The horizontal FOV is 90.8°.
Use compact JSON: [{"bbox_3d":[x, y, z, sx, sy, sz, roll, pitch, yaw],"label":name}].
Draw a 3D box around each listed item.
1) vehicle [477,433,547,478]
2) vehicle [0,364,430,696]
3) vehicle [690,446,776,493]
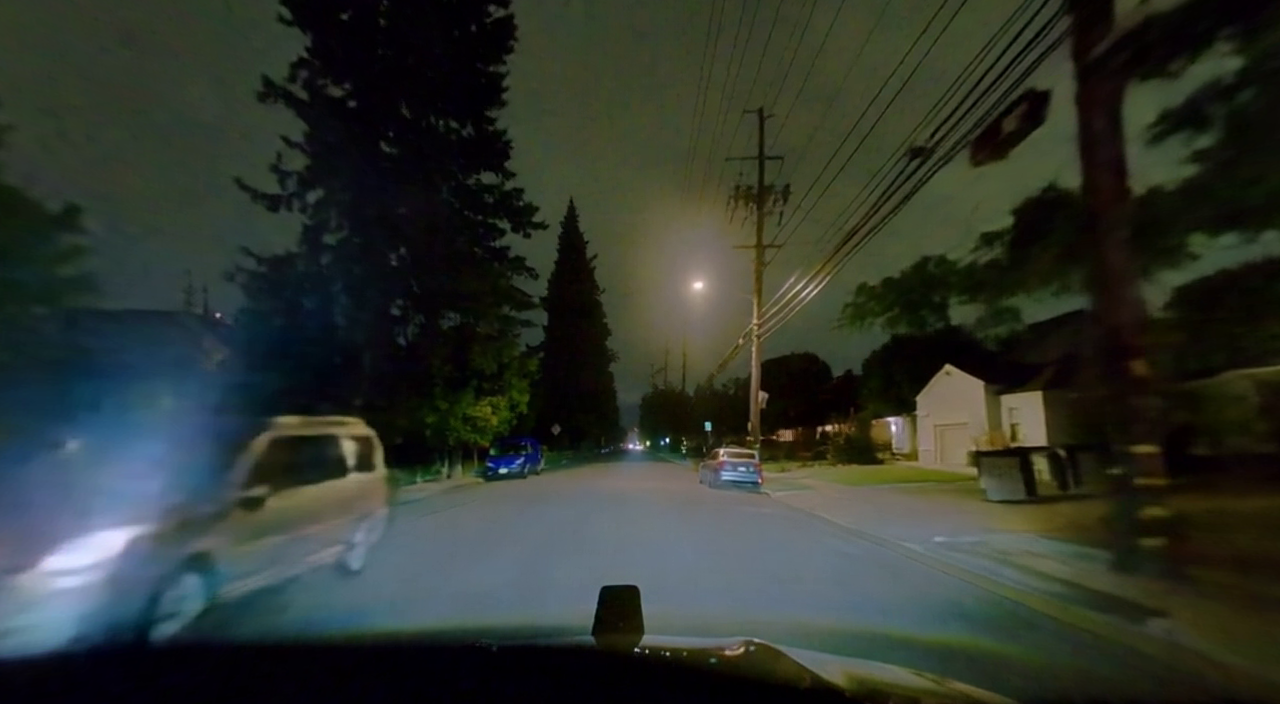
[{"bbox_3d":[-6.035,4.952,30.466,2.263,1.915,5.071,-1,-8,1],"label":"vehicle"},{"bbox_3d":[-3.819,1.320,5.865,2.032,1.836,4.520,0,-8,2],"label":"vehicle"},{"bbox_3d":[3.042,3.947,21.733,1.944,1.439,4.500,1,-8,-5],"label":"vehicle"}]
